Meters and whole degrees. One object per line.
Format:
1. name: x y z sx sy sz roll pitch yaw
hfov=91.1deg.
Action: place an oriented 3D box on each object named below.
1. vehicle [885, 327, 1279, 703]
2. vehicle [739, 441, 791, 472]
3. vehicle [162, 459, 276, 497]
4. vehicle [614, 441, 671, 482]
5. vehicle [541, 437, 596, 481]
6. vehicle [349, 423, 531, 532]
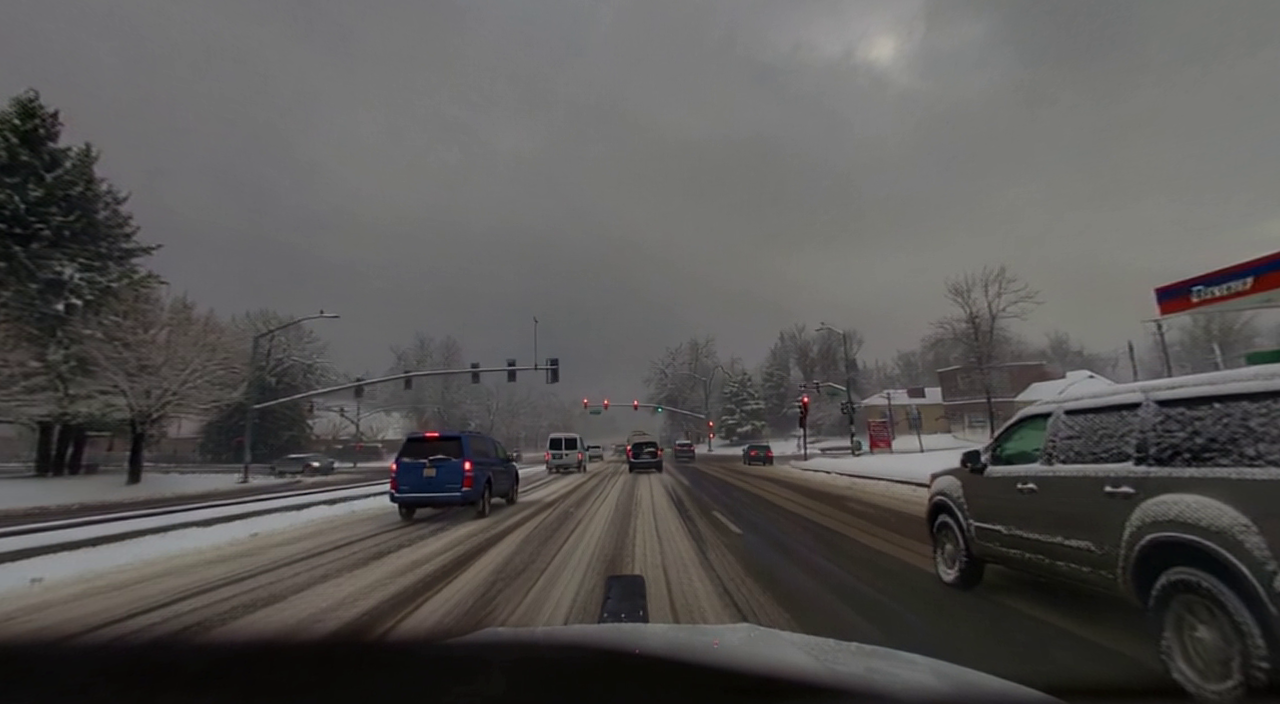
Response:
1. vehicle: 3.674 1.046 4.238 2.055 1.786 4.817 0 -9 0
2. vehicle: 7.189 6.047 36.506 2.119 1.696 4.623 0 -9 1
3. vehicle: -19.734 5.893 29.771 2.324 1.551 4.965 1 -9 -6
4. vehicle: 0.096 5.047 29.427 2.426 1.703 5.602 0 -9 0
5. vehicle: -3.345 5.124 30.449 2.025 1.936 4.995 0 -9 1
6. vehicle: -3.714 2.438 12.856 2.002 1.747 5.173 0 -9 0
